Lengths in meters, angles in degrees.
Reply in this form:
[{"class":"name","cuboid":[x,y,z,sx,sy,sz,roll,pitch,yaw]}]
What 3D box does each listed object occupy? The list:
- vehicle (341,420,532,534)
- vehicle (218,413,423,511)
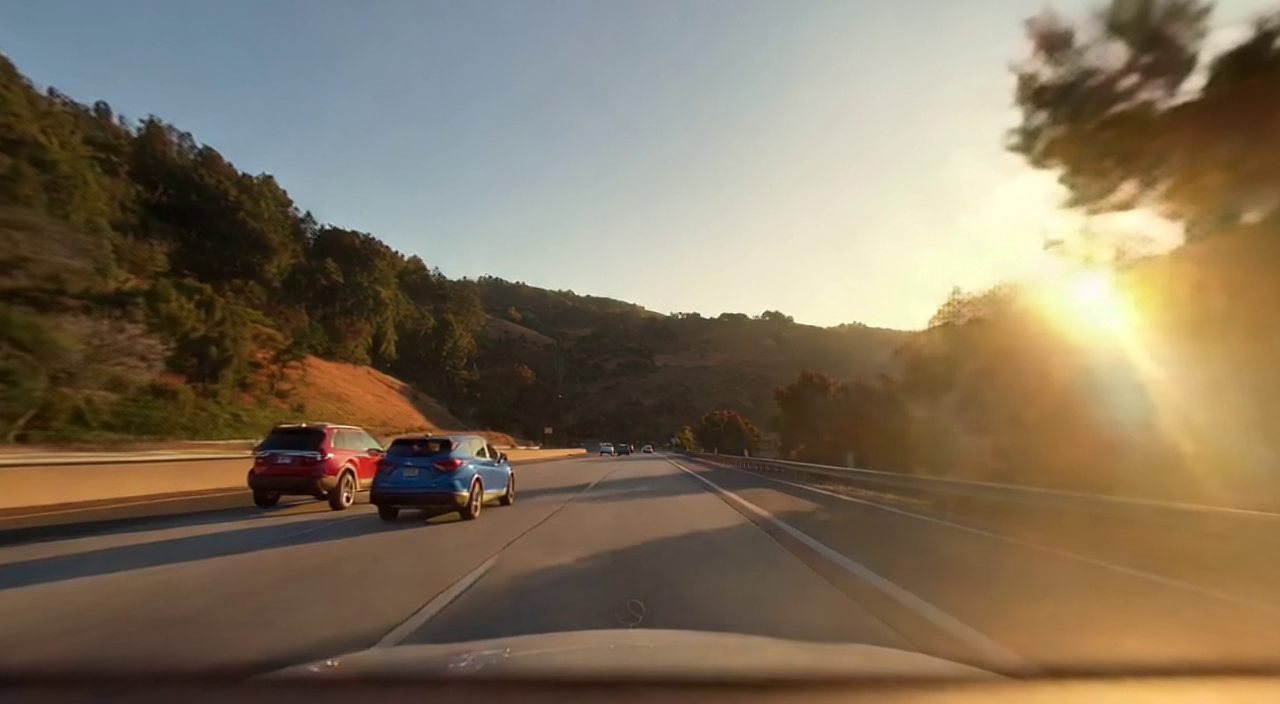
[{"class":"vehicle","cuboid":[-3.390,2.179,11.541,1.983,1.663,4.290,0,-9,1]},{"class":"vehicle","cuboid":[-7.209,2.553,15.045,2.151,1.925,4.945,0,-9,1]}]
